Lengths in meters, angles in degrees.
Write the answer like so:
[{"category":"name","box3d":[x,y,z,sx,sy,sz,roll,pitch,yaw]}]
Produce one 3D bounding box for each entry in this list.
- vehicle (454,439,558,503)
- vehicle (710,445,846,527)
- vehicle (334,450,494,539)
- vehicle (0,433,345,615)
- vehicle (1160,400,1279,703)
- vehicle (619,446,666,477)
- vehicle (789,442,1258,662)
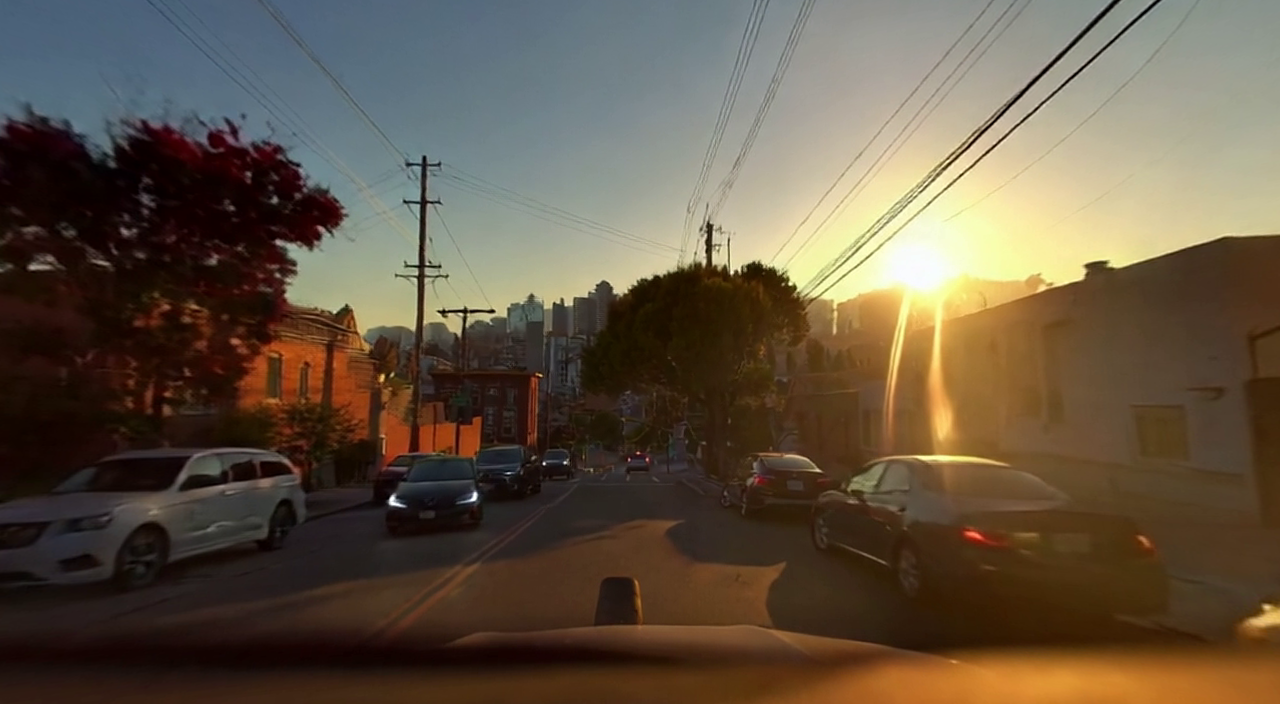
[{"category":"vehicle","box3d":[-4.217,3.813,20.837,2.236,1.834,4.743,0,-8,2]},{"category":"vehicle","box3d":[2.854,2.851,14.153,1.913,1.509,4.436,0,-8,-2]},{"category":"vehicle","box3d":[-5.062,2.900,13.693,1.994,1.510,4.802,6,-10,-34]},{"category":"vehicle","box3d":[-6.916,2.230,9.553,2.263,1.882,5.706,0,-8,-1]},{"category":"vehicle","box3d":[3.302,0.708,0.603,1.895,1.553,4.235,0,-8,-2]},{"category":"vehicle","box3d":[0.220,6.460,37.532,2.059,1.736,3.994,-2,-9,11]},{"category":"vehicle","box3d":[3.198,1.716,6.733,1.946,1.474,4.710,0,-8,-2]}]
